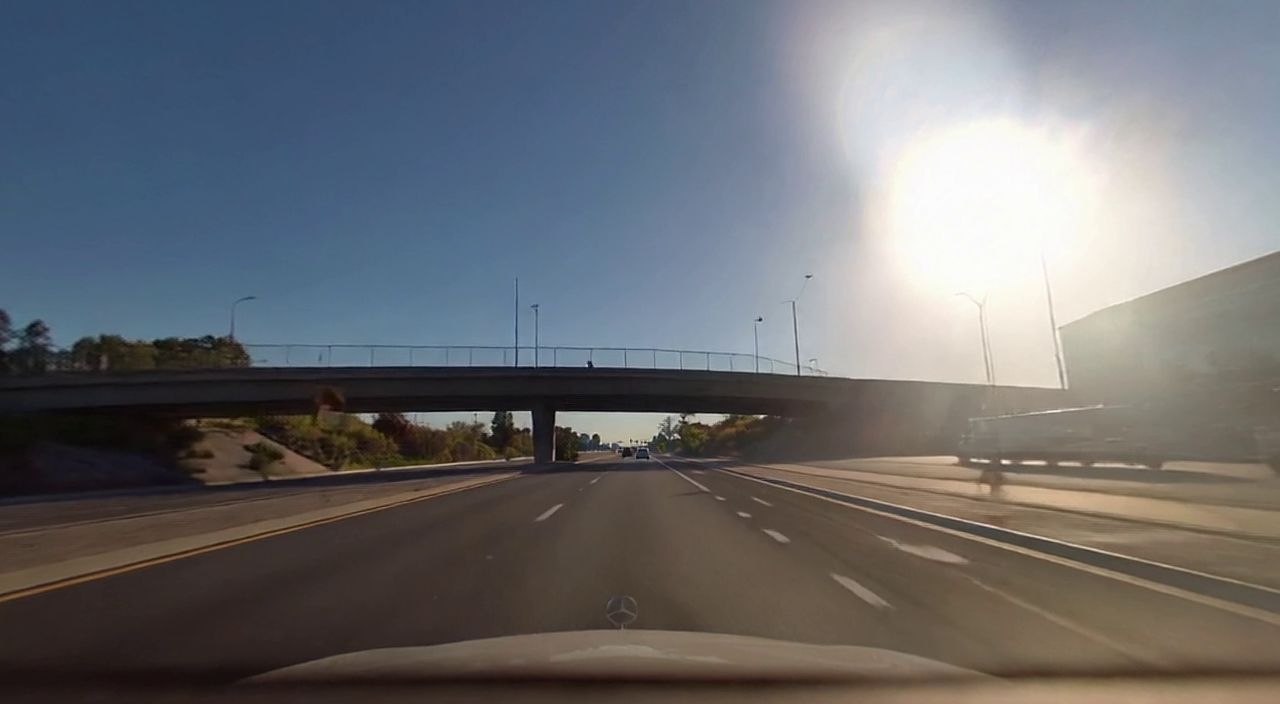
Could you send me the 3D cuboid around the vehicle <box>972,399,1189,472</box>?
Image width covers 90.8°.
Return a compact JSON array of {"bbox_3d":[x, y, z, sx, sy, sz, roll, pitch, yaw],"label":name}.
[{"bbox_3d":[28.589,5.786,42.640,2.939,4.075,14.109,1,-9,-8],"label":"vehicle"}]
